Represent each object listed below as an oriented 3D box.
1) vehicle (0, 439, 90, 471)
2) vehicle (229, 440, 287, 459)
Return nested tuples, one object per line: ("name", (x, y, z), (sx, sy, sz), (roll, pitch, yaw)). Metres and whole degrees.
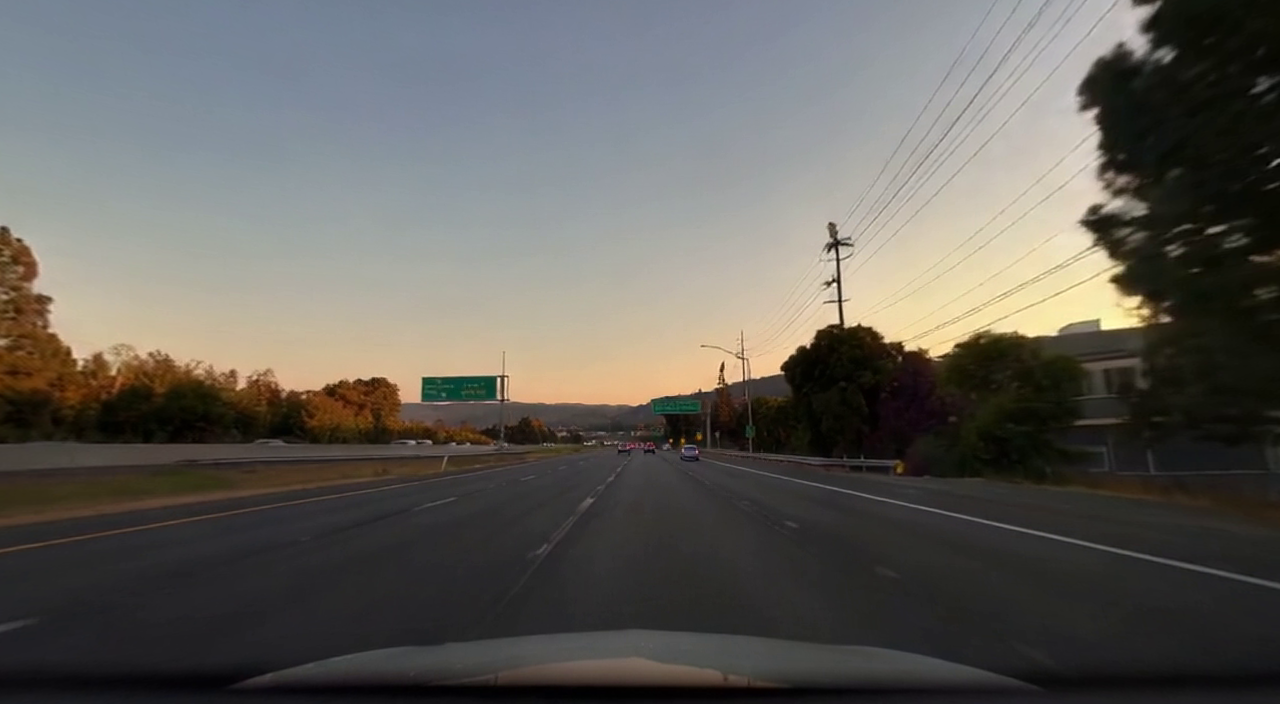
("vehicle", (-30.500, 5.131, 31.679), (1.717, 1.466, 4.377), (0, -8, 0))
("vehicle", (-29.994, 7.665, 49.660), (1.777, 1.476, 4.493), (0, -8, 0))
